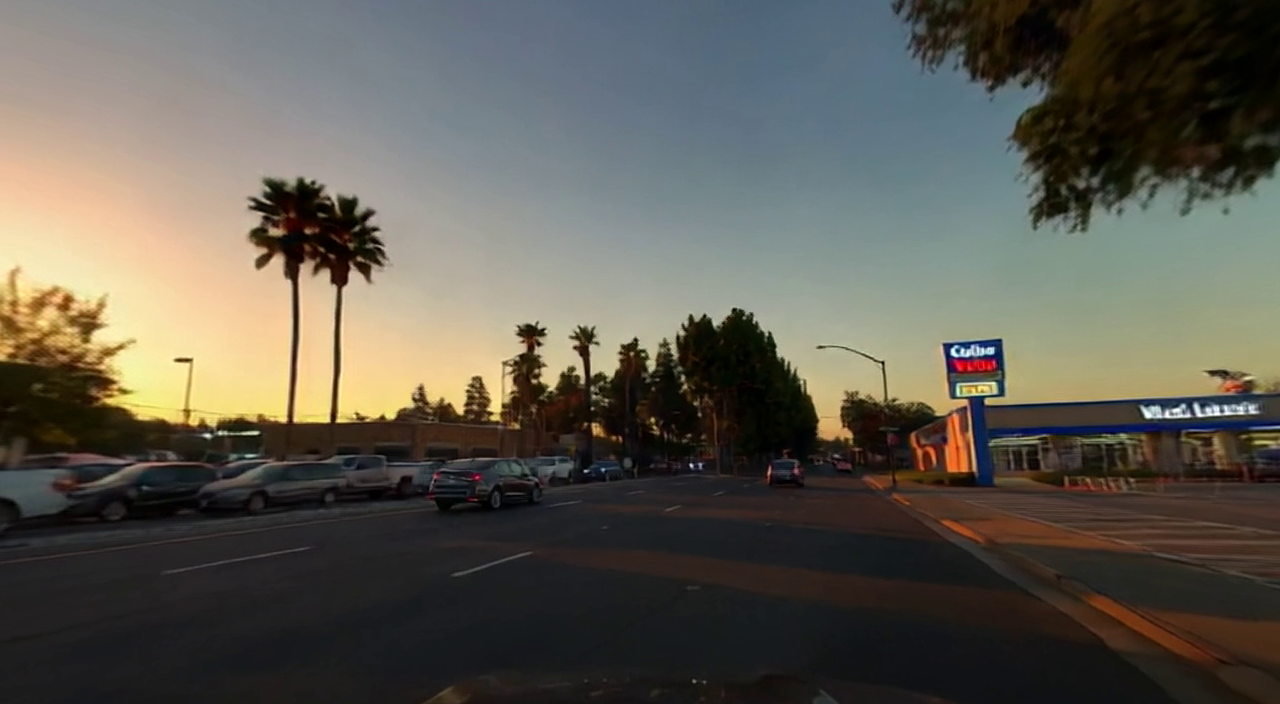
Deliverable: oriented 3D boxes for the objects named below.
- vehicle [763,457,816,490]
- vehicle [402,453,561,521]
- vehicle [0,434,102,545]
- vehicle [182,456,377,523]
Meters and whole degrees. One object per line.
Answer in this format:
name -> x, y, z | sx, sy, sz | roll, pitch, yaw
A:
vehicle -> 7.879, 6.263, 32.750 | 2.139, 1.461, 4.918 | -3, -9, 19
vehicle -> -4.041, 3.504, 17.002 | 2.090, 1.520, 4.452 | -2, -9, 17
vehicle -> -11.878, 2.161, 9.778 | 1.989, 1.792, 4.884 | -5, -13, 16
vehicle -> -9.442, 3.588, 16.988 | 1.837, 1.468, 4.389 | -2, -9, 18
